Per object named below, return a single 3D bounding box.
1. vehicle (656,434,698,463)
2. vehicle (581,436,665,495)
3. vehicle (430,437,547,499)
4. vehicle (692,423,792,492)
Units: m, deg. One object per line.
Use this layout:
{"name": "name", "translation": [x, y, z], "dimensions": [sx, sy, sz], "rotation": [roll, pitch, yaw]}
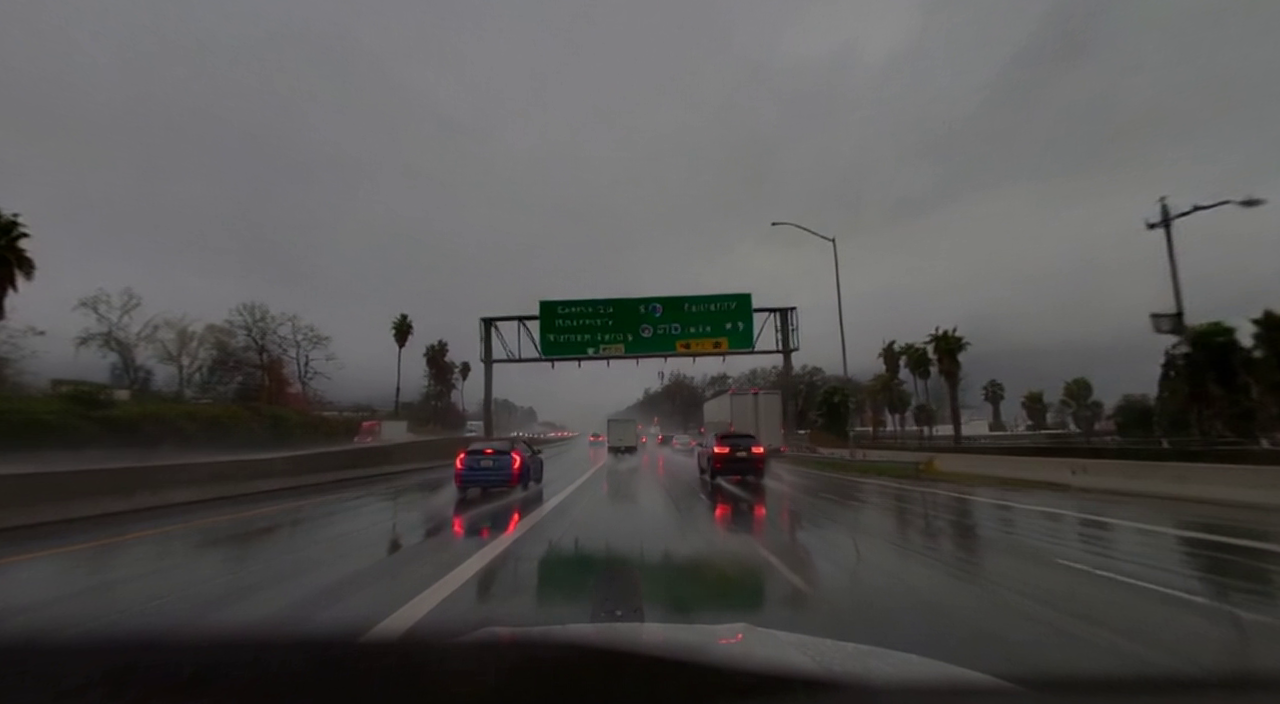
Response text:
{"name": "vehicle", "translation": [2.491, 6.712, 44.027], "dimensions": [2.476, 1.843, 5.652], "rotation": [0, -8, -1]}
{"name": "vehicle", "translation": [-0.456, 3.166, 18.000], "dimensions": [2.136, 1.470, 3.971], "rotation": [0, -8, -1]}
{"name": "vehicle", "translation": [-3.830, 3.007, 16.788], "dimensions": [1.998, 1.423, 4.436], "rotation": [0, -8, 0]}
{"name": "vehicle", "translation": [2.993, 3.230, 19.609], "dimensions": [2.173, 1.870, 4.499], "rotation": [0, -8, -2]}
